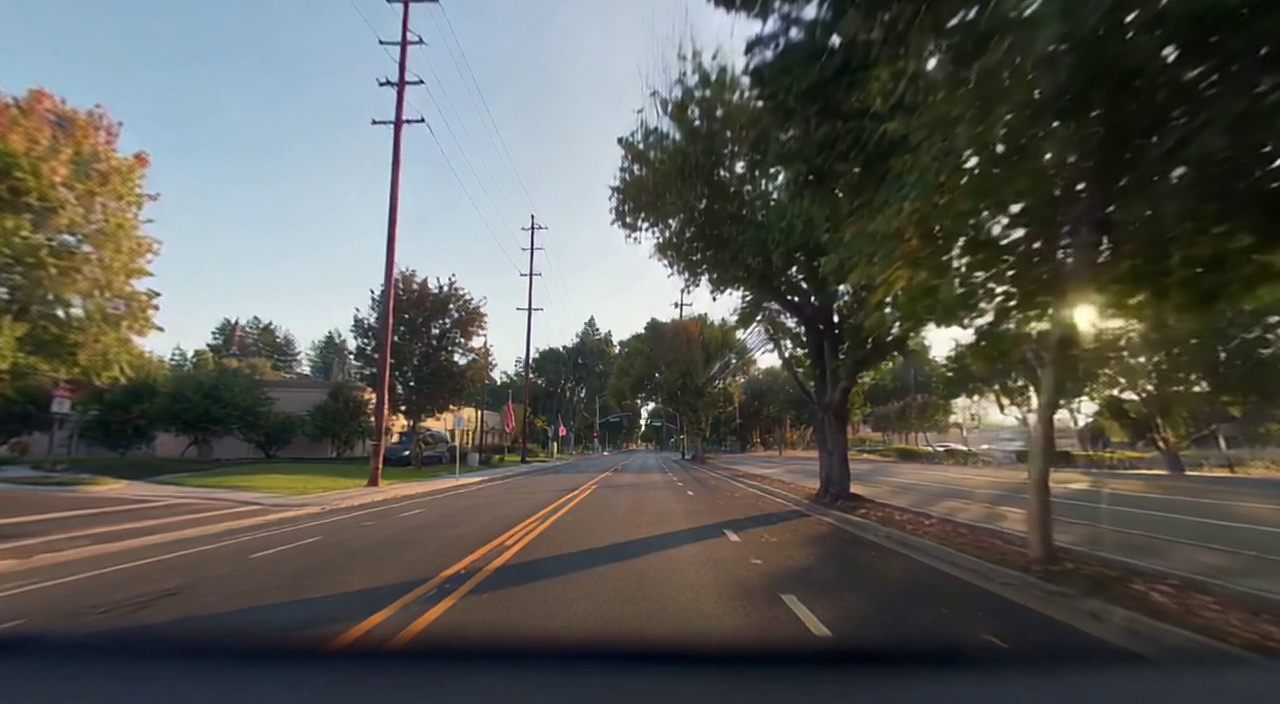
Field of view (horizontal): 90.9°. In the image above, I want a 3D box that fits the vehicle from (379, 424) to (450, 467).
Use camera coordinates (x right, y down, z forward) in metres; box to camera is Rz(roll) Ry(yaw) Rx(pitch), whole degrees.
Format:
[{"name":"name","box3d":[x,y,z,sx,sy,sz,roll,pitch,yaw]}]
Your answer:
[{"name":"vehicle","box3d":[-13.069,5.463,36.973,2.476,2.256,5.686,0,-8,-5]}]
